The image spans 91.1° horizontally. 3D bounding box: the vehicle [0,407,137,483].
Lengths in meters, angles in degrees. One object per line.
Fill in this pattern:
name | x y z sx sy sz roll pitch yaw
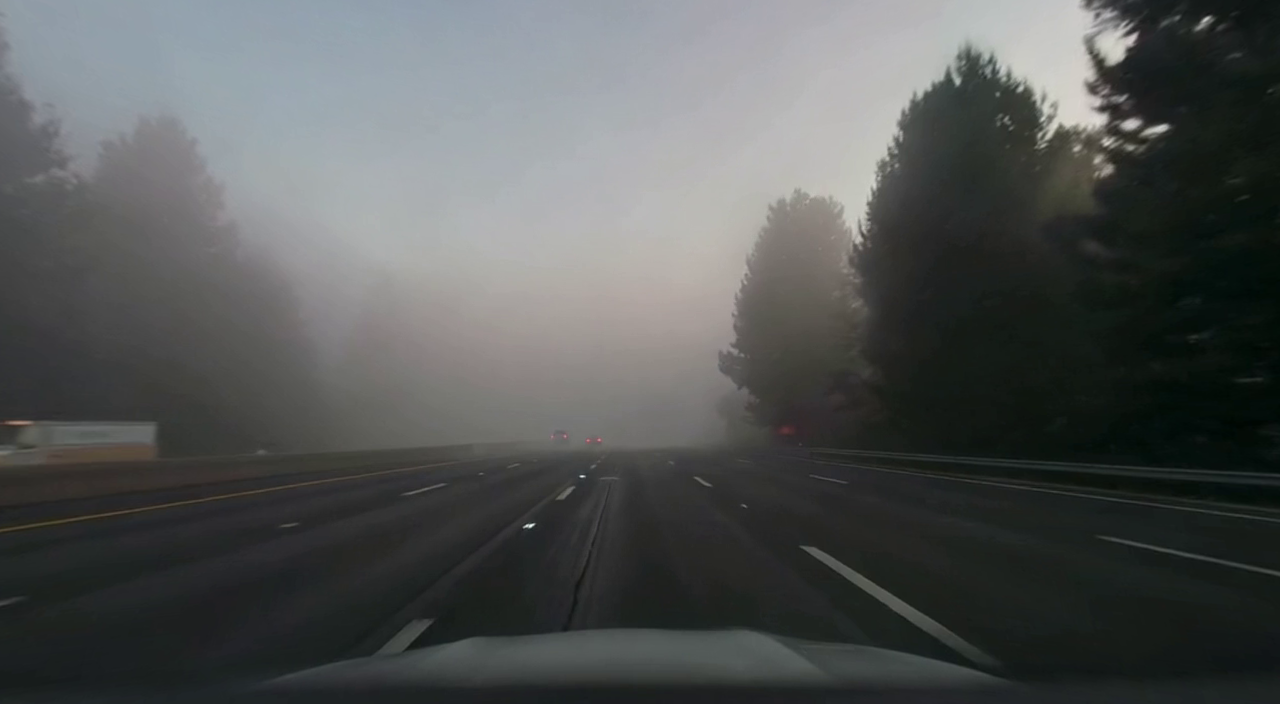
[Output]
vehicle | -22.250 3.327 22.638 2.288 2.483 7.399 0 -8 -1
